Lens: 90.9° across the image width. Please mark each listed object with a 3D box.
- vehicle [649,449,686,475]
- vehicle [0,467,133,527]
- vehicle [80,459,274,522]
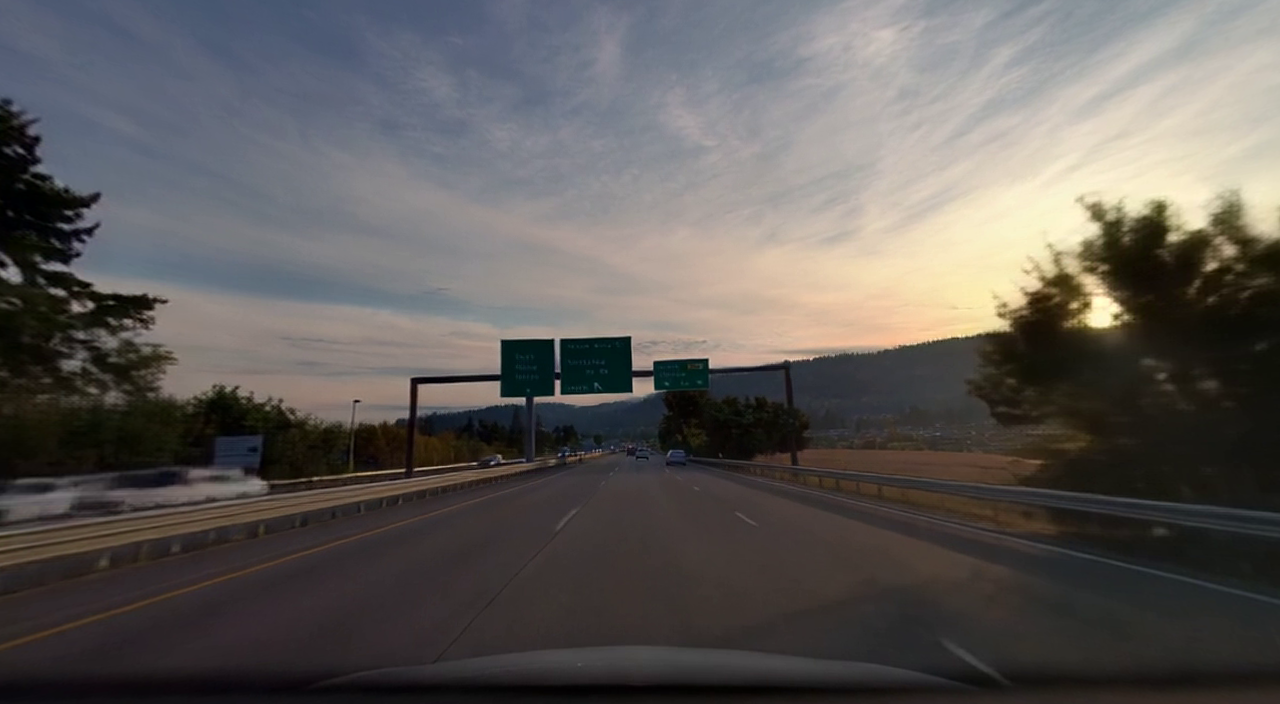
[{"bbox_3d":[1.591,6.516,37.558,2.036,1.457,3.471,0,-9,0],"label":"vehicle"},{"bbox_3d":[-18.213,4.293,19.075,1.965,1.483,4.594,0,-9,-1],"label":"vehicle"},{"bbox_3d":[-12.826,3.827,17.954,2.100,1.447,4.656,0,-9,-2],"label":"vehicle"}]
